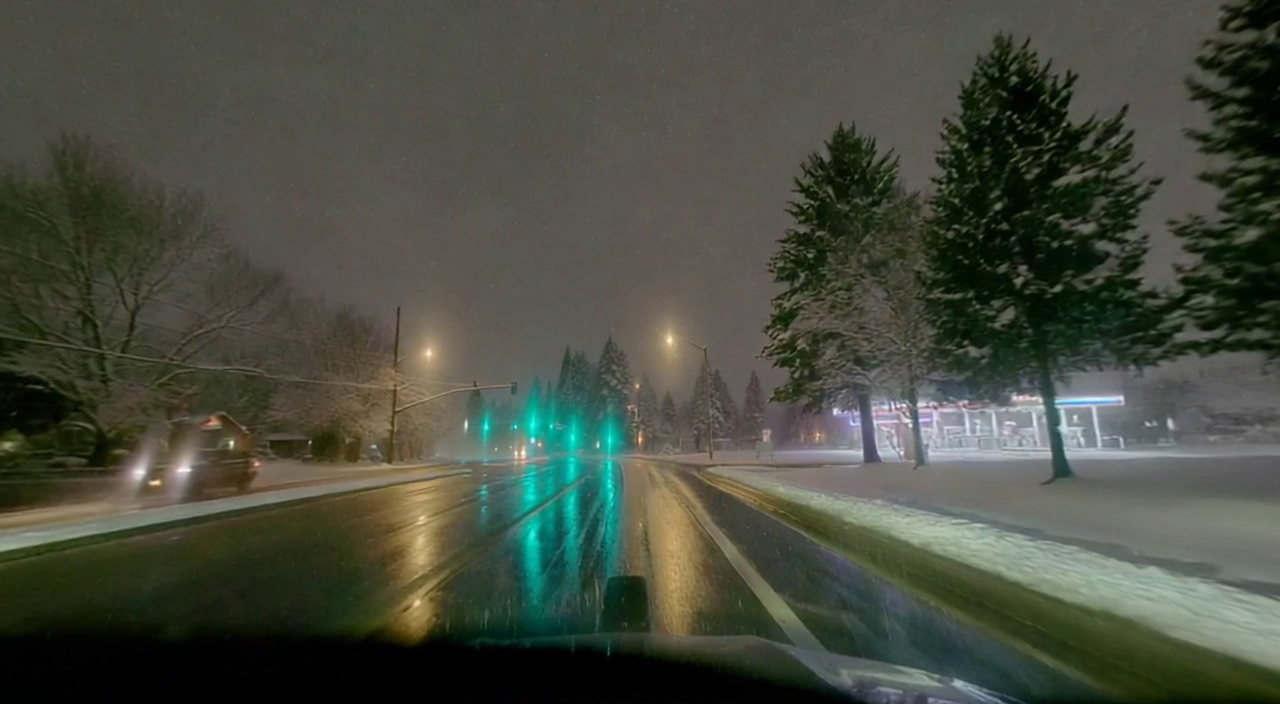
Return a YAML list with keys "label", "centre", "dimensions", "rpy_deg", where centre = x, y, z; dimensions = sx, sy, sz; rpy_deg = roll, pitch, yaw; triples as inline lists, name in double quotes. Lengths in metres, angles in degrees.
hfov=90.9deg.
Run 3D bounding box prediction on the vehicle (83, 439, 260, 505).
- label: "vehicle"
  centre: [-14.679, 3.748, 20.199]
  dimensions: [1.995, 1.808, 4.759]
  rpy_deg: [0, -9, 0]
